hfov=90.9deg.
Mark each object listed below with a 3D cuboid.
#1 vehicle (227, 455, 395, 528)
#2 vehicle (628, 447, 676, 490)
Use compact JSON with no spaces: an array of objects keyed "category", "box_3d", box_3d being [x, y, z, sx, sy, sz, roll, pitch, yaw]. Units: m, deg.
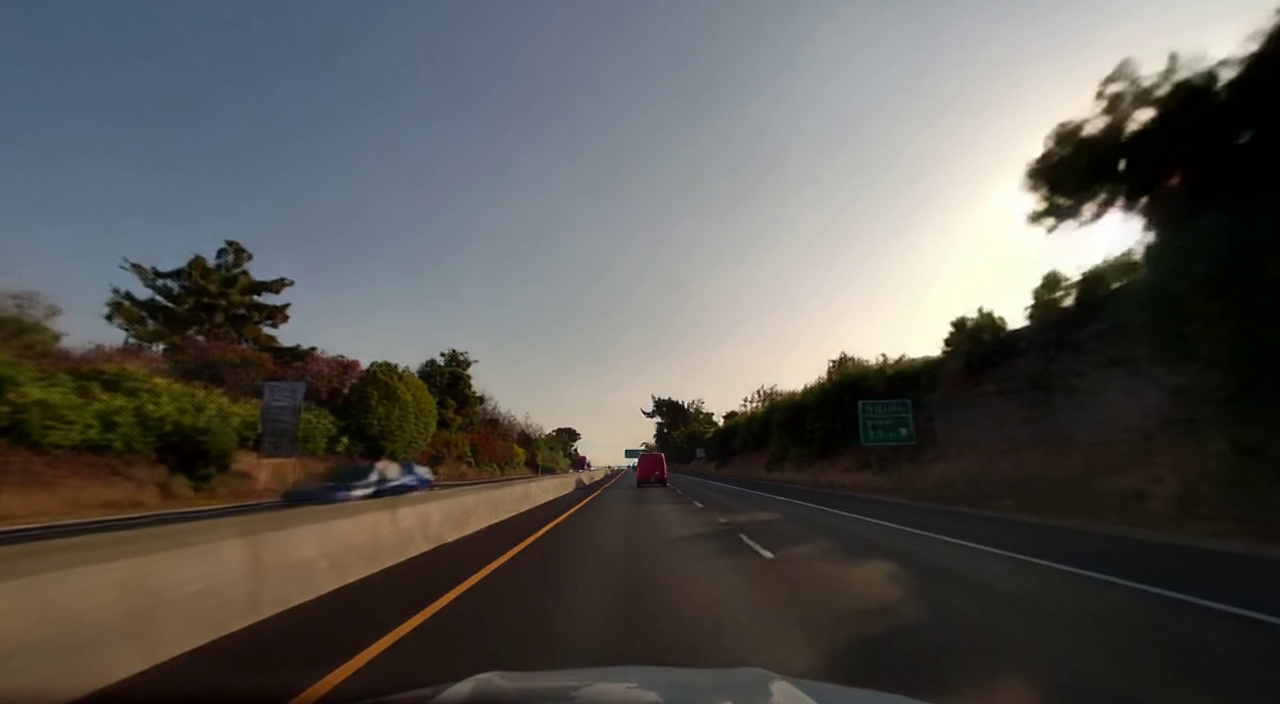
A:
[{"category":"vehicle","box_3d":[-7.981,3.430,15.833,1.980,1.534,4.116,1,-10,0]},{"category":"vehicle","box_3d":[0.592,6.496,35.055,2.429,2.167,4.558,1,-10,-1]}]
